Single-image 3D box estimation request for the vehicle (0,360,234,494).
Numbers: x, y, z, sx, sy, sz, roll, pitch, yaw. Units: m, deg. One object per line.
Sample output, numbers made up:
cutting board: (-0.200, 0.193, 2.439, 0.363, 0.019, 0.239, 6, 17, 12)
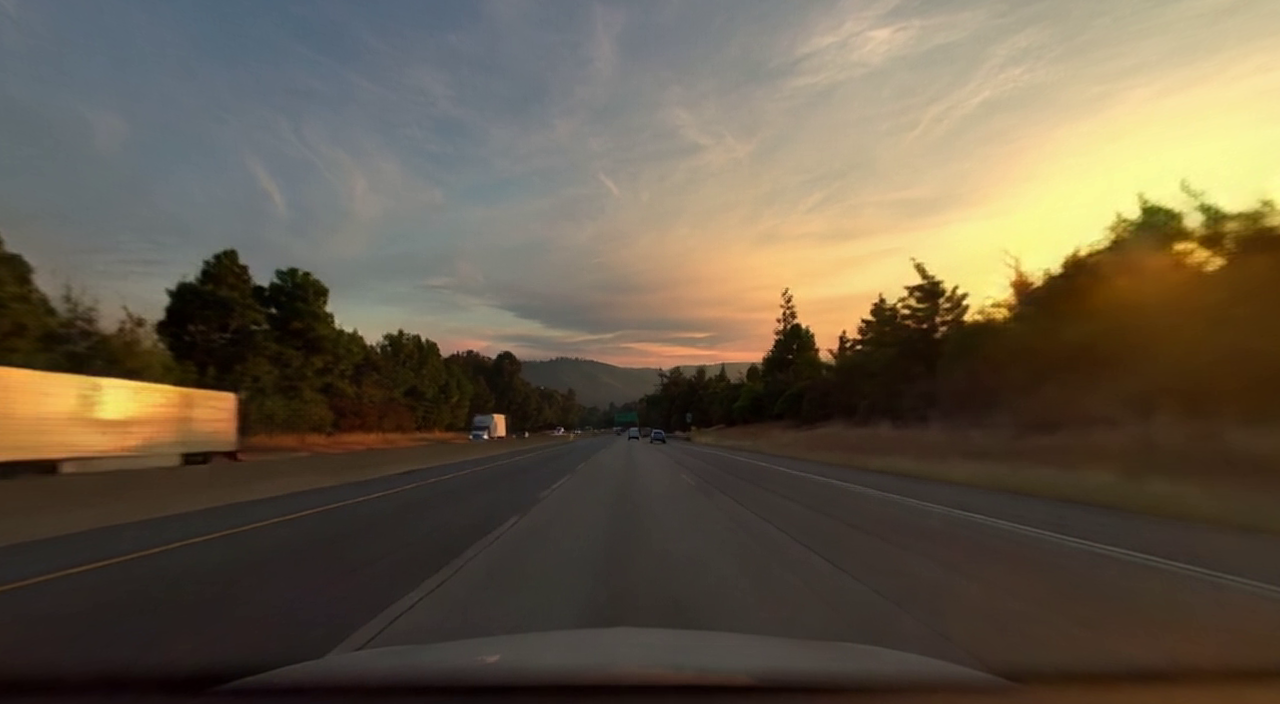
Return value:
vehicle: (-21.008, 2.816, 23.076, 2.909, 4.050, 14.324, 0, -8, -1)
